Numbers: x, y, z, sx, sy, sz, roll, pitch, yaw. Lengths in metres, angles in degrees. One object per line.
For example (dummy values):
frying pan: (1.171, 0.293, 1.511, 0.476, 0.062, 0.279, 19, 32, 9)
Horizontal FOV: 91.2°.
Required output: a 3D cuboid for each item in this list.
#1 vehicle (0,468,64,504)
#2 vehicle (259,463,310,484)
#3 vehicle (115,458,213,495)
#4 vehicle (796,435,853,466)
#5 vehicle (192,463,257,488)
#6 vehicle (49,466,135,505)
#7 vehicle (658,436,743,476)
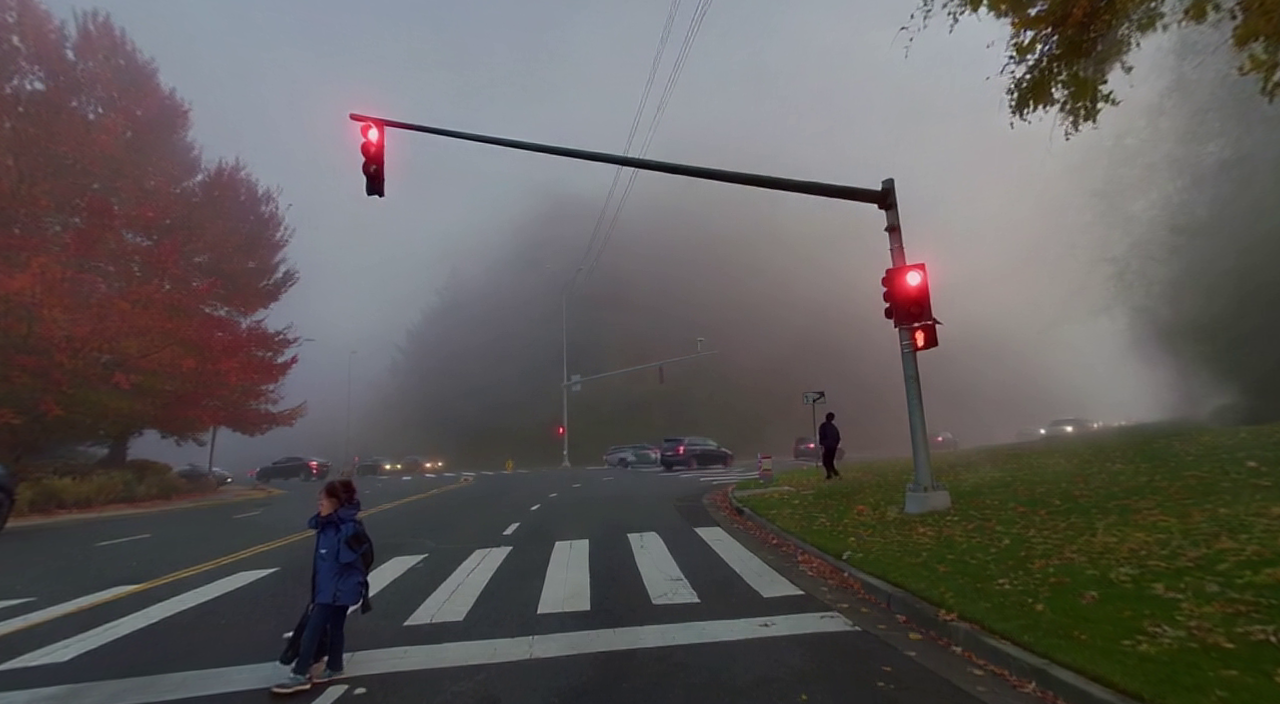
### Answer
vehicle: (-30.327, 6.446, 30.328, 1.800, 1.520, 3.968, 2, -9, -13)
vehicle: (-28.139, 9.587, 49.741, 1.776, 1.452, 3.920, 0, -9, 0)
vehicle: (-27.832, 7.272, 36.909, 2.064, 1.913, 5.081, 0, -9, -4)
vehicle: (12.170, 6.427, 41.110, 1.942, 1.920, 4.263, -8, -11, 39)
vehicle: (-28.538, 8.474, 43.160, 1.768, 1.465, 3.972, 0, -9, -1)
vehicle: (-25.428, 6.153, 29.249, 1.694, 1.528, 4.225, 3, -9, -23)
vehicle: (3.160, 5.209, 31.692, 2.036, 1.849, 4.811, -7, -11, 36)
